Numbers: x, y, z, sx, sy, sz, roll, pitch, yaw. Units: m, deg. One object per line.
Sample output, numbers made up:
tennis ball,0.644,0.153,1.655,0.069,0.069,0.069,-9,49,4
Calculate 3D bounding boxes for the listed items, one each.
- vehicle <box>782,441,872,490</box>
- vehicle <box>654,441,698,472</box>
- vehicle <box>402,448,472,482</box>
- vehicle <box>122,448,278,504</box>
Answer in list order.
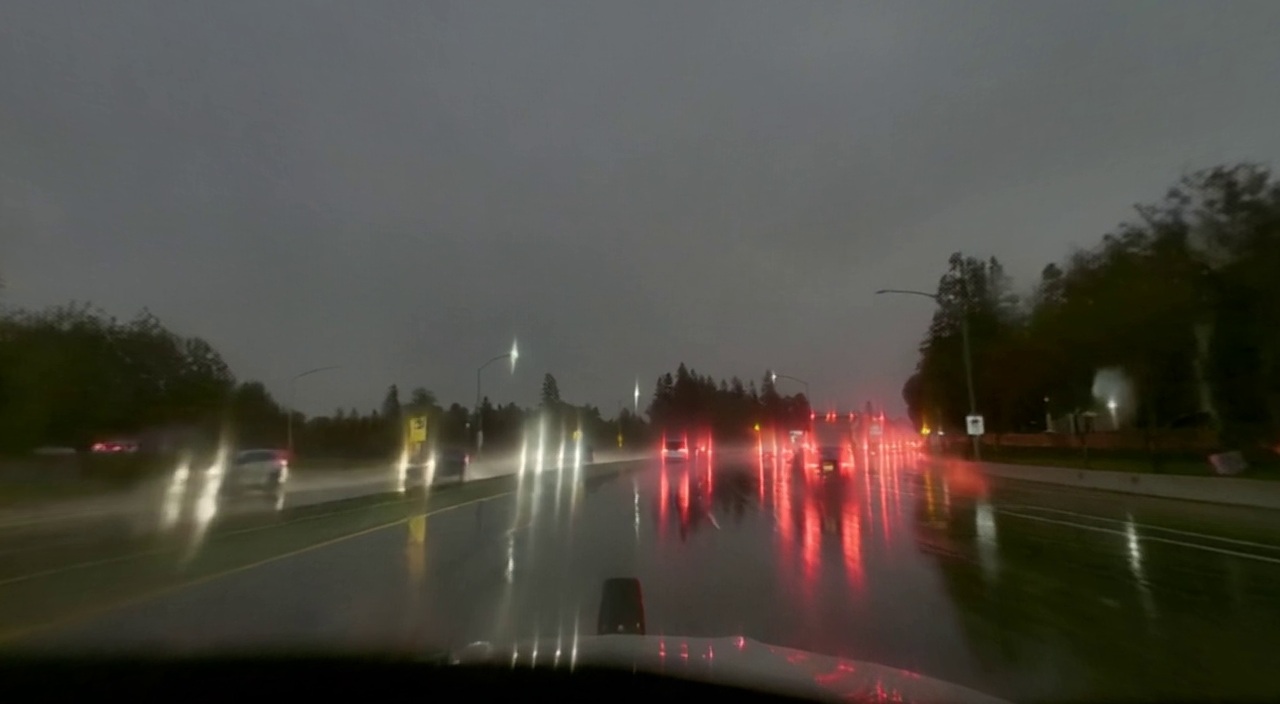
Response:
vehicle,6.222,3.812,21.532,2.044,1.474,4.083,-1,-9,4
vehicle,2.177,6.152,37.362,2.201,1.676,4.541,-1,-9,8
vehicle,-10.571,5.925,33.310,2.051,1.569,4.425,-2,-9,3
vehicle,-15.269,4.284,22.332,1.930,1.721,4.599,-1,-9,4
